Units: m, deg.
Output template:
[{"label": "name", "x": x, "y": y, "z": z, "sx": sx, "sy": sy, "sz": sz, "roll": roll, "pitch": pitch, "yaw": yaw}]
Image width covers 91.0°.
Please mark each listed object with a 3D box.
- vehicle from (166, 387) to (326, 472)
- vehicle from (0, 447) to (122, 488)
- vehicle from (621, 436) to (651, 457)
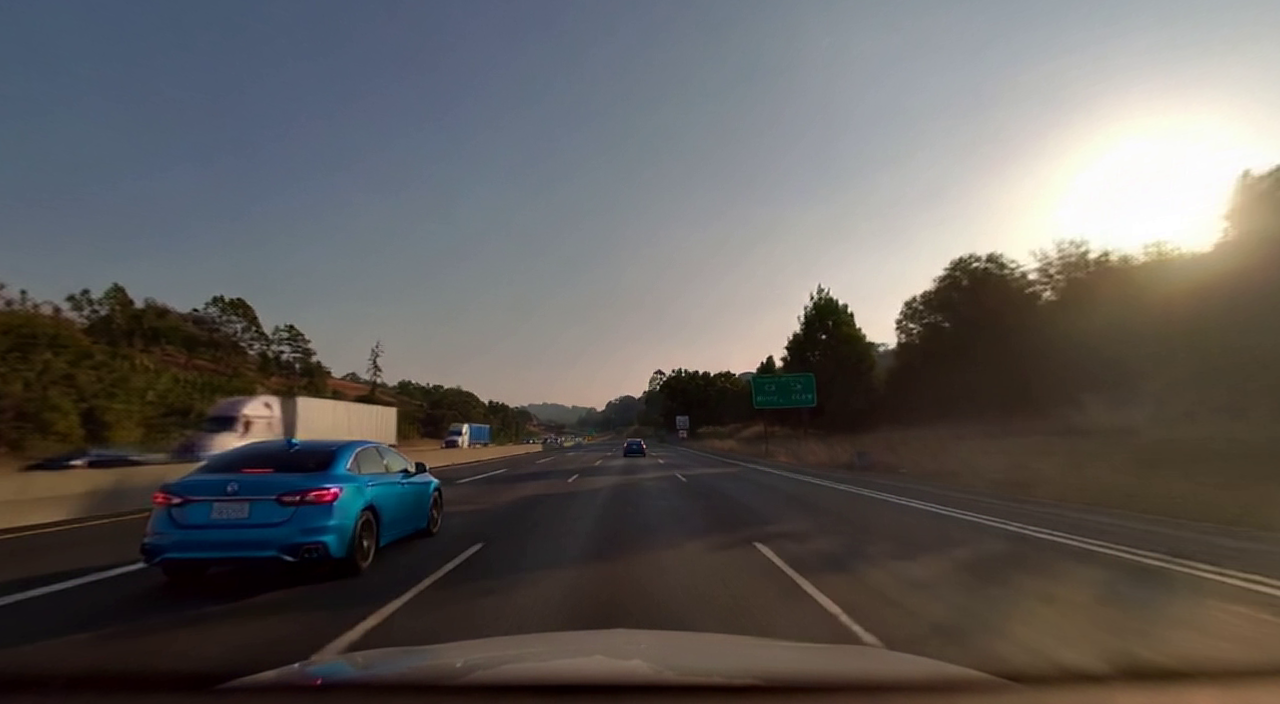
[{"label": "vehicle", "x": -18.972, "y": 3.898, "z": 31.173, "sx": 2.910, "sy": 3.648, "sz": 7.942, "roll": 0, "pitch": -8, "yaw": -2}, {"label": "vehicle", "x": -22.725, "y": 4.485, "z": 24.710, "sx": 1.735, "sy": 1.426, "sz": 3.633, "roll": 0, "pitch": -8, "yaw": -1}, {"label": "vehicle", "x": -0.319, "y": 6.868, "z": 45.743, "sx": 2.028, "sy": 1.440, "sz": 3.690, "roll": 0, "pitch": -8, "yaw": -2}]
